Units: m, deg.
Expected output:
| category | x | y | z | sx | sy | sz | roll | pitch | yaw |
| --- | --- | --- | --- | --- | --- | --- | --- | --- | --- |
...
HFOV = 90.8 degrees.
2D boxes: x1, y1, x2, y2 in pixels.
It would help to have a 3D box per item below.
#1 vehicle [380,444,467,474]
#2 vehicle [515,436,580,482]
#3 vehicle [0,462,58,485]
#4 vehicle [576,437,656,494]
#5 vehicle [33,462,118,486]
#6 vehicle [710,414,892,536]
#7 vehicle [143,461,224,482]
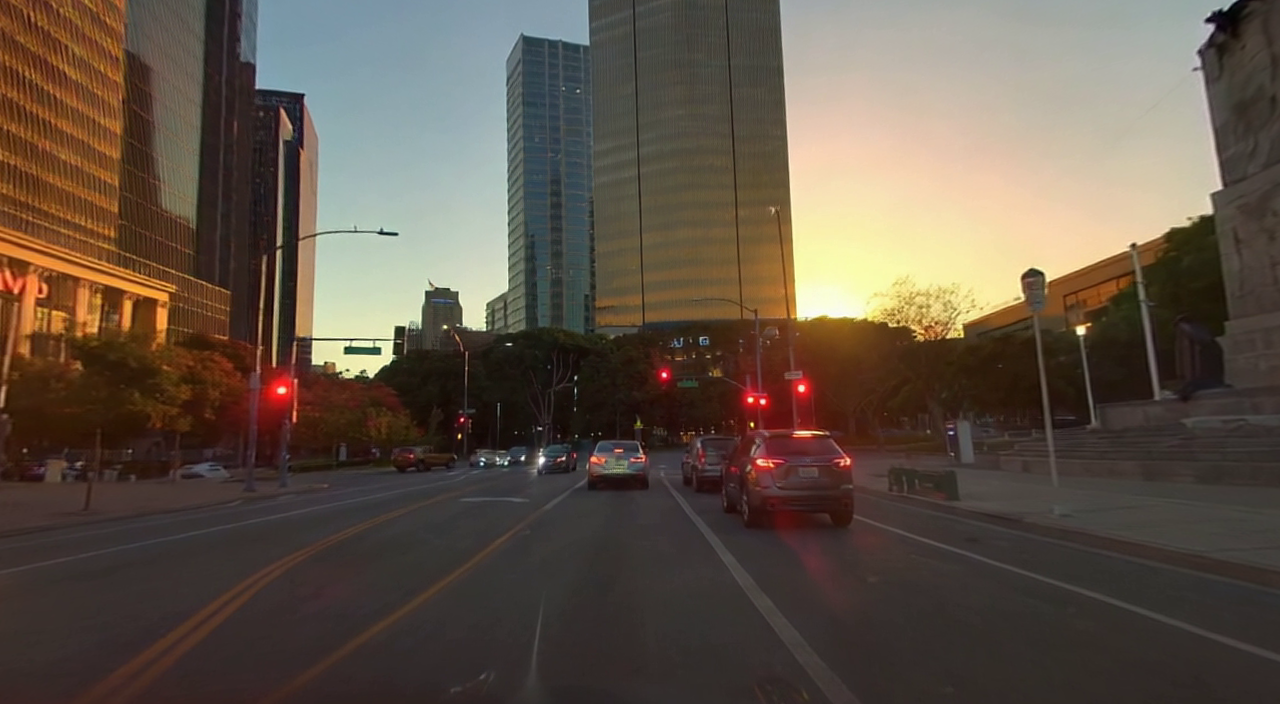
| category | x | y | z | sx | sy | sz | roll | pitch | yaw |
| --- | --- | --- | --- | --- | --- | --- | --- | --- | --- |
| vehicle | -13.384 | 6.617 | 39.367 | 4.855 | 1.769 | 2.071 | 2 | -9 | -11 |
| vehicle | -3.592 | 4.249 | 25.395 | 2.045 | 1.633 | 4.864 | 0 | -9 | -2 |
| vehicle | -44.659 | 8.759 | 45.547 | 3.671 | 1.498 | 1.670 | 1 | -9 | 3 |
| vehicle | -0.639 | 3.305 | 18.734 | 2.096 | 1.492 | 4.071 | 0 | -9 | 0 |
| vehicle | -40.239 | 8.682 | 45.083 | 4.224 | 1.622 | 1.808 | 0 | -9 | 0 |
| vehicle | 2.620 | 2.150 | 11.595 | 2.096 | 1.775 | 4.440 | 0 | -9 | -1 |
| vehicle | -32.490 | 8.487 | 45.023 | 4.392 | 1.427 | 1.764 | 0 | -9 | 0 |
